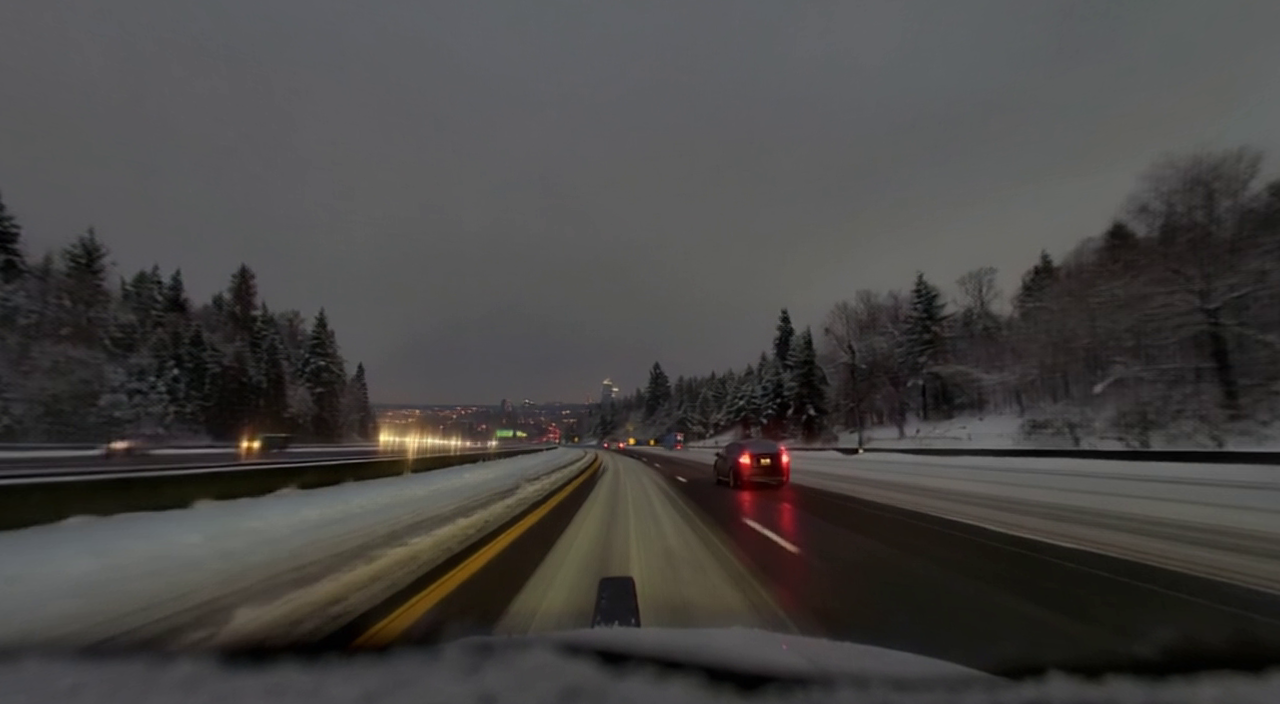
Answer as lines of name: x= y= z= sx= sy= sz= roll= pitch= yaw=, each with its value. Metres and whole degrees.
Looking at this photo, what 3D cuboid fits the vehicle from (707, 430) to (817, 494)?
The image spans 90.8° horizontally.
vehicle: x=3.574 y=3.328 z=19.489 sx=2.305 sy=1.729 sz=4.526 roll=0 pitch=-8 yaw=-2
